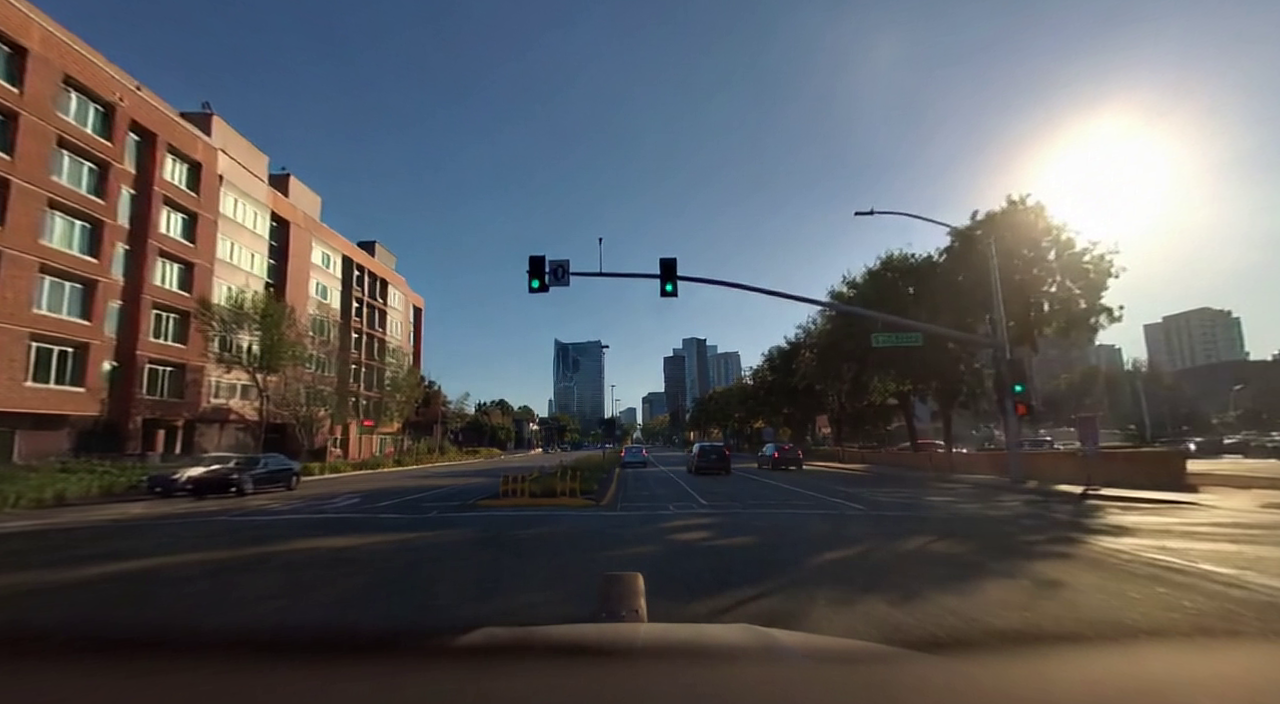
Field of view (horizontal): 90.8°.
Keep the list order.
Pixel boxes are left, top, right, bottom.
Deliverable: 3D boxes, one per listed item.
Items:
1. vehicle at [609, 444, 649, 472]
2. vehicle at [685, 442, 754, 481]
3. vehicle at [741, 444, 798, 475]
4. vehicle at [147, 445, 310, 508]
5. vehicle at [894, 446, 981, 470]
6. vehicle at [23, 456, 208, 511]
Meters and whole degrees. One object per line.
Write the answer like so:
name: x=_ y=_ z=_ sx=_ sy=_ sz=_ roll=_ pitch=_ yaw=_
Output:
vehicle: x=-0.642 y=6.105 z=36.639 sx=2.143 sy=1.480 sz=4.006 roll=0 pitch=-8 yaw=-1
vehicle: x=3.252 y=4.604 z=26.864 sx=2.226 sy=1.490 sz=4.593 roll=0 pitch=-8 yaw=-2
vehicle: x=6.564 y=5.472 z=32.524 sx=1.861 sy=1.473 sz=4.393 roll=0 pitch=-8 yaw=-2
vehicle: x=-12.347 y=3.718 z=19.409 sx=2.004 sy=1.669 sz=4.487 roll=0 pitch=-8 yaw=0
vehicle: x=19.435 y=6.941 z=41.423 sx=4.712 sy=1.460 sz=1.893 roll=0 pitch=-9 yaw=-3
vehicle: x=-16.429 y=4.092 z=20.172 sx=2.075 sy=1.465 sz=4.443 roll=0 pitch=-8 yaw=0
